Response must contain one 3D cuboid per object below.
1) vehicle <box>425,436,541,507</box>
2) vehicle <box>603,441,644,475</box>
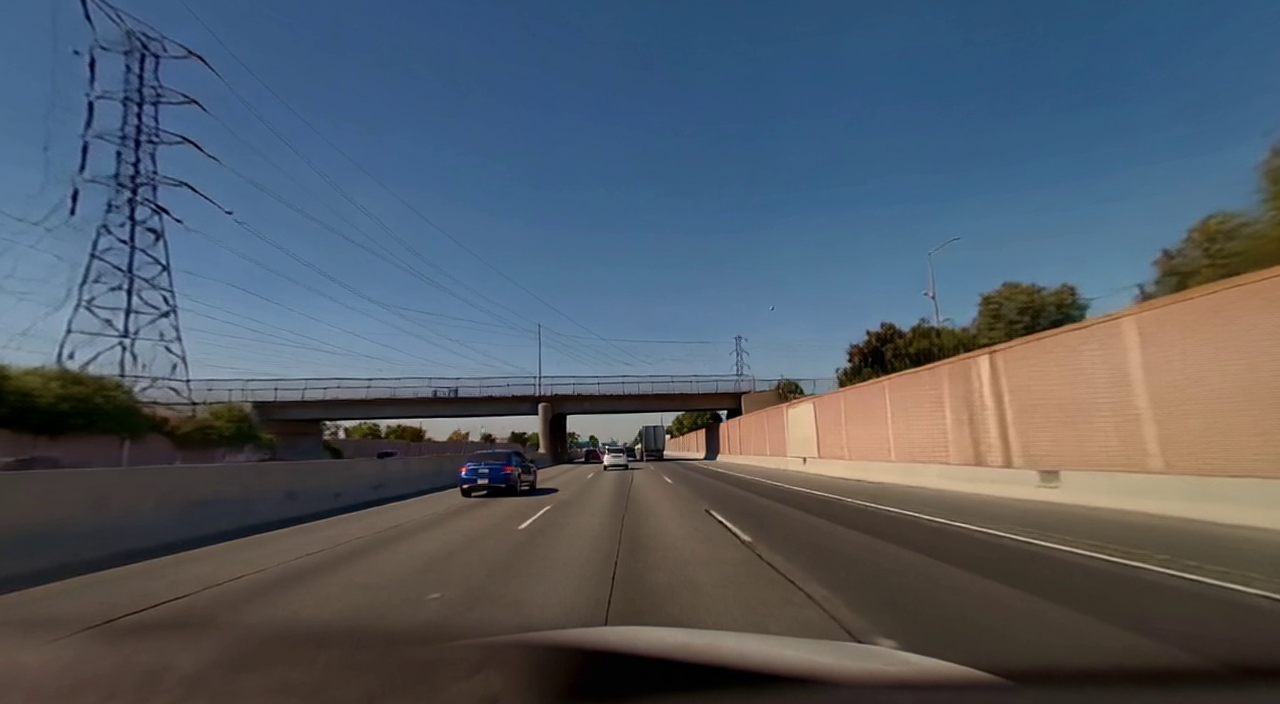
[{"bbox_3d":[-3.835,2.997,16.099,1.987,1.548,3.981,0,-9,-1],"label":"vehicle"},{"bbox_3d":[-0.835,5.479,32.544,2.004,1.615,4.113,0,-9,-1],"label":"vehicle"}]
